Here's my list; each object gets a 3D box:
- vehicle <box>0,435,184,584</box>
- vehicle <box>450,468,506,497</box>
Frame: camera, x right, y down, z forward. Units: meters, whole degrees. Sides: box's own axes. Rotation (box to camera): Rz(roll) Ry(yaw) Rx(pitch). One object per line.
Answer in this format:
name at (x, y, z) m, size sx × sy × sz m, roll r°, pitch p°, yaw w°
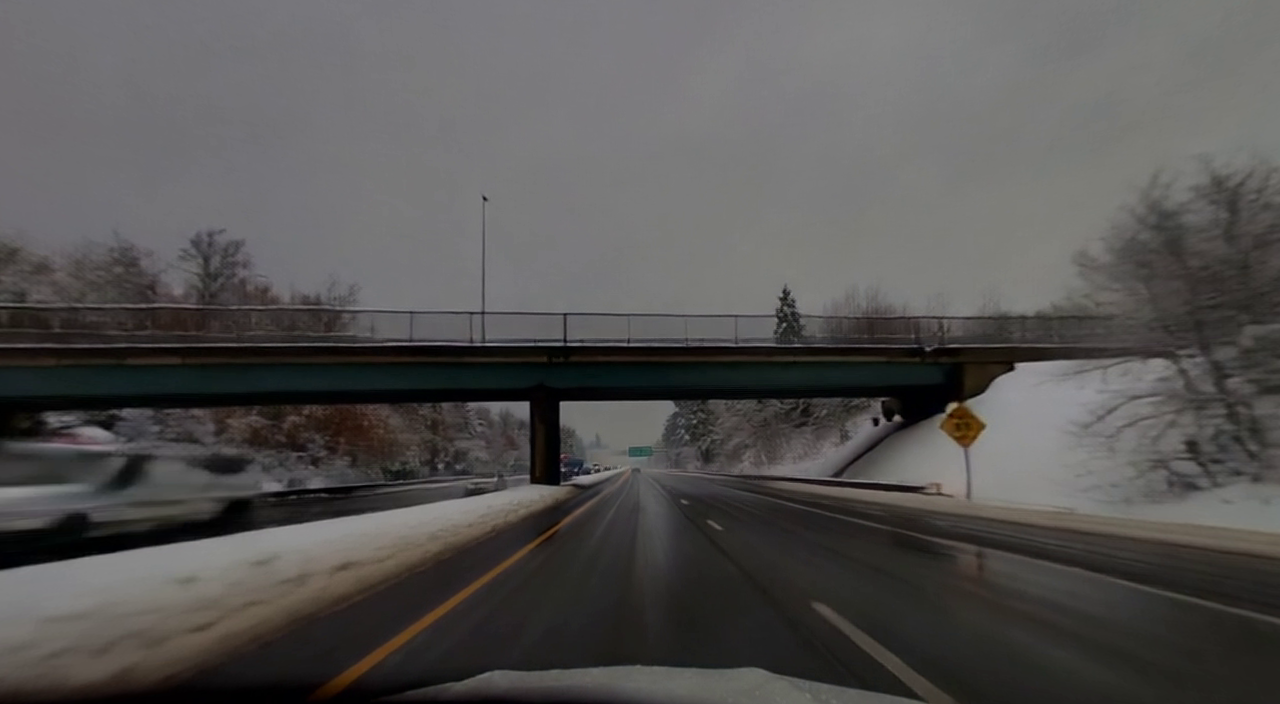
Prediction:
vehicle at (-8.333, 1.909, 7.852) m, size 2.013 × 1.672 × 4.241 m, roll 1°, pitch -10°, yaw -1°
vehicle at (-8.915, 7.220, 34.983) m, size 1.981 × 1.457 × 4.337 m, roll 1°, pitch -10°, yaw 0°
